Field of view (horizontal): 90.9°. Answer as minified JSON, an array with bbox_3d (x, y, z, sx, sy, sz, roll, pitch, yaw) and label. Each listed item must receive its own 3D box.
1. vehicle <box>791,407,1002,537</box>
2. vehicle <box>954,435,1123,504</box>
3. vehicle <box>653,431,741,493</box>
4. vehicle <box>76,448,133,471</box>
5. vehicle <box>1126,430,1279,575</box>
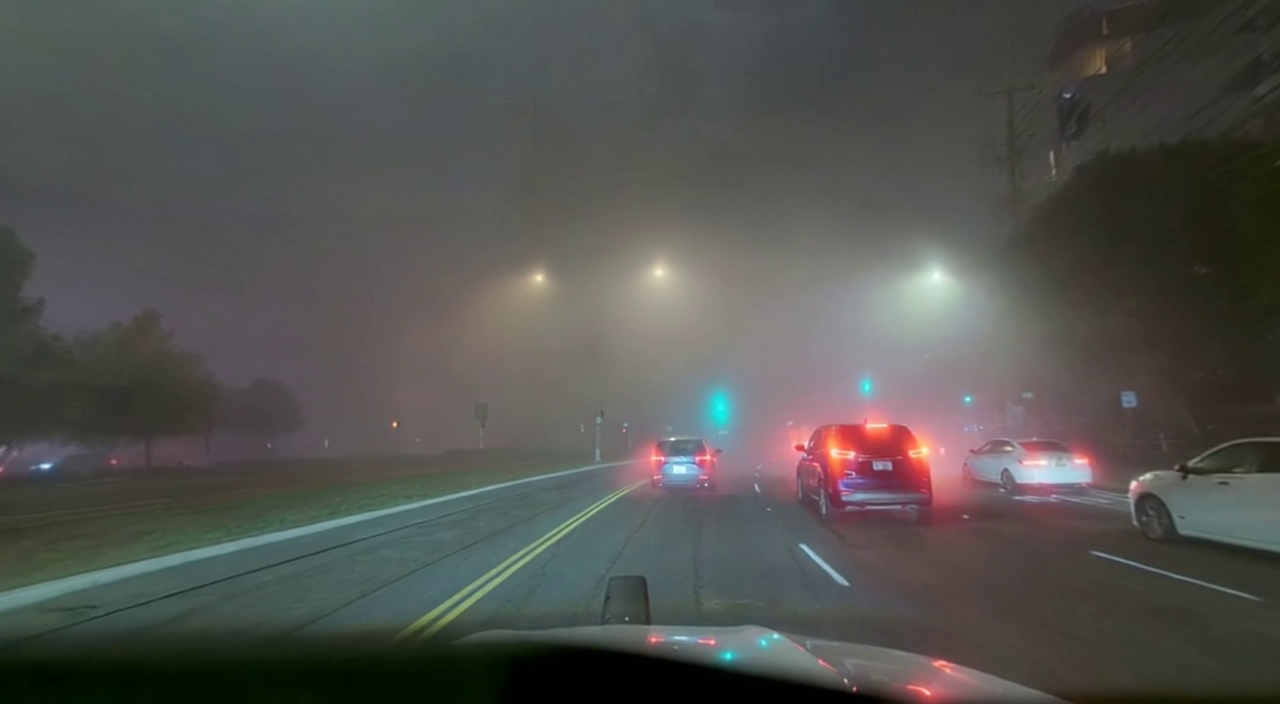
[{"bbox_3d":[4.225,2.069,11.438,2.119,1.810,4.848,-1,-9,5],"label":"vehicle"},{"bbox_3d":[9.758,2.880,15.938,1.882,1.463,4.543,-1,-9,9],"label":"vehicle"},{"bbox_3d":[1.744,3.067,17.857,2.168,1.527,4.174,-1,-9,9],"label":"vehicle"},{"bbox_3d":[-38.366,7.667,45.097,4.848,1.498,2.009,-7,-11,37],"label":"vehicle"},{"bbox_3d":[7.465,1.511,6.250,1.866,1.471,4.478,0,-9,3],"label":"vehicle"}]
